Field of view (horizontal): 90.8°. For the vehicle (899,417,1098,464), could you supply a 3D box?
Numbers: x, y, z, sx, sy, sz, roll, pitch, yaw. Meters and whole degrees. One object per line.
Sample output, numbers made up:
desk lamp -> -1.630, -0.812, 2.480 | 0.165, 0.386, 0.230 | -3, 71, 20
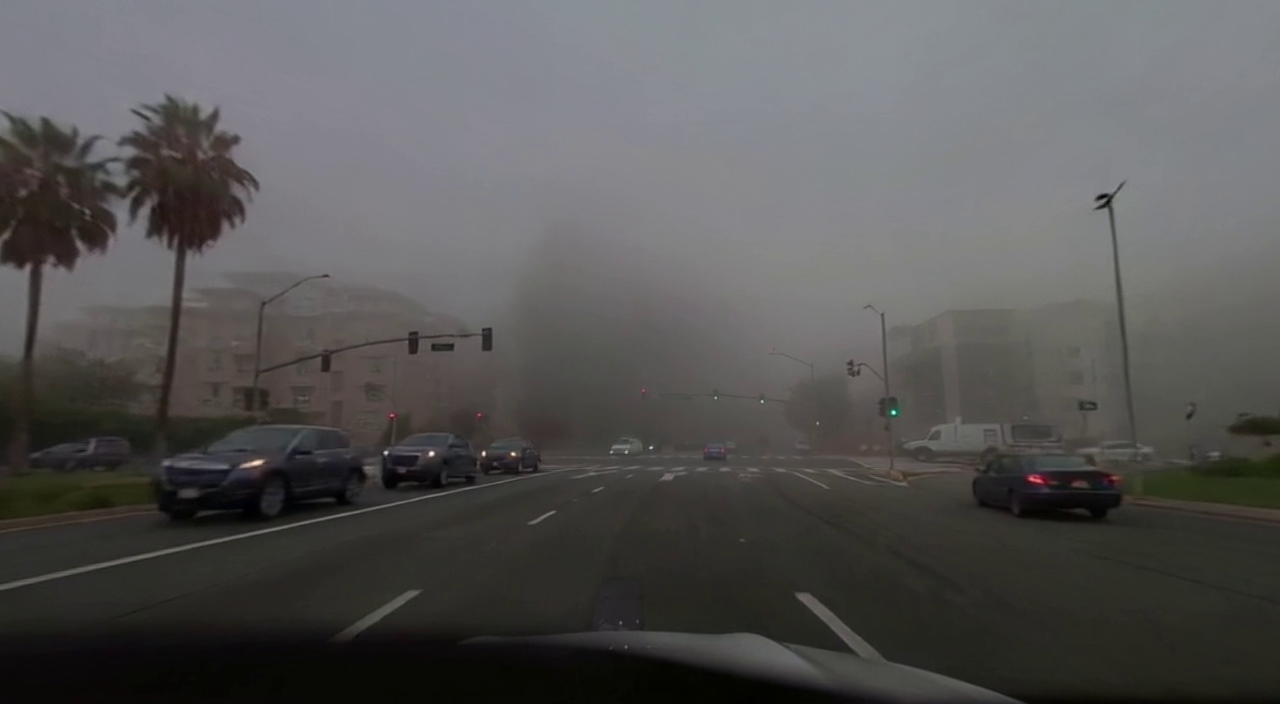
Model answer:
vehicle -> 27.038, 6.826, 48.426 | 12.701, 3.428, 3.061 | -2, -9, 10

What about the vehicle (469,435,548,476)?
vehicle -> -5.819, 4.652, 28.632 | 2.010, 1.686, 4.653 | -1, -9, 8

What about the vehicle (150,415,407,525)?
vehicle -> -6.680, 2.244, 12.530 | 2.072, 1.738, 4.757 | -1, -8, 3

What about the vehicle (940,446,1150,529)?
vehicle -> 8.510, 2.833, 13.927 | 2.144, 1.473, 4.638 | -1, -9, 9

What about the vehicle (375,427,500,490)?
vehicle -> -6.388, 3.420, 20.659 | 2.188, 1.789, 4.881 | -1, -8, 4

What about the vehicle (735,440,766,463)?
vehicle -> 8.751, 7.858, 49.861 | 2.255, 1.708, 4.328 | -2, -9, 10

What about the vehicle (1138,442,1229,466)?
vehicle -> 39.460, 7.404, 45.970 | 4.479, 1.706, 2.051 | -2, -9, 10

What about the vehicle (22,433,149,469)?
vehicle -> -31.663, 5.644, 36.297 | 5.112, 1.780, 1.981 | 2, -8, -30
